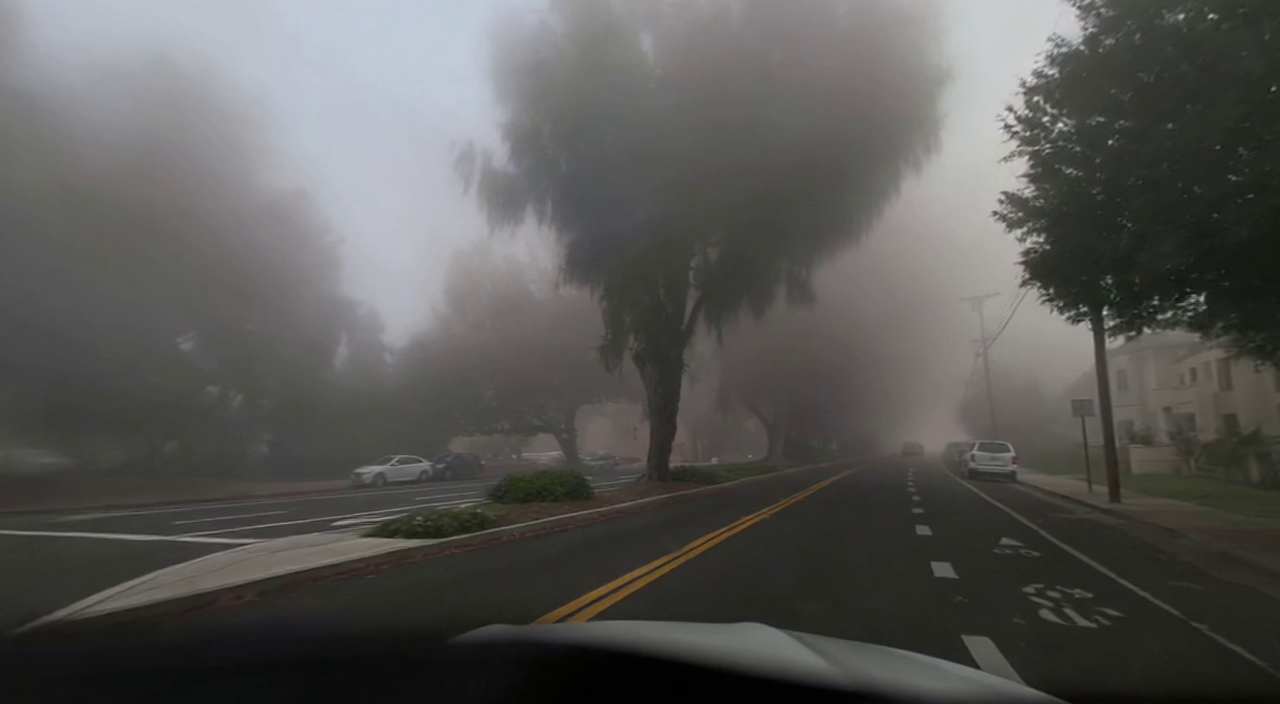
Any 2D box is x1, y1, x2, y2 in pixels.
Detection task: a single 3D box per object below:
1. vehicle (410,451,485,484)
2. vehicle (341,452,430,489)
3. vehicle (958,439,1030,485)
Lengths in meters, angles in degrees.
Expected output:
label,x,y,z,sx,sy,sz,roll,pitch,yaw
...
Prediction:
label,x,y,z,sx,sy,sz,roll,pitch,yaw
vehicle,-11.344,6.785,37.390,1.886,1.777,4.273,-4,-9,23
vehicle,-13.125,6.115,32.844,1.809,1.677,4.253,-3,-9,21
vehicle,13.959,4.323,25.098,2.011,1.649,4.001,-4,-9,23
